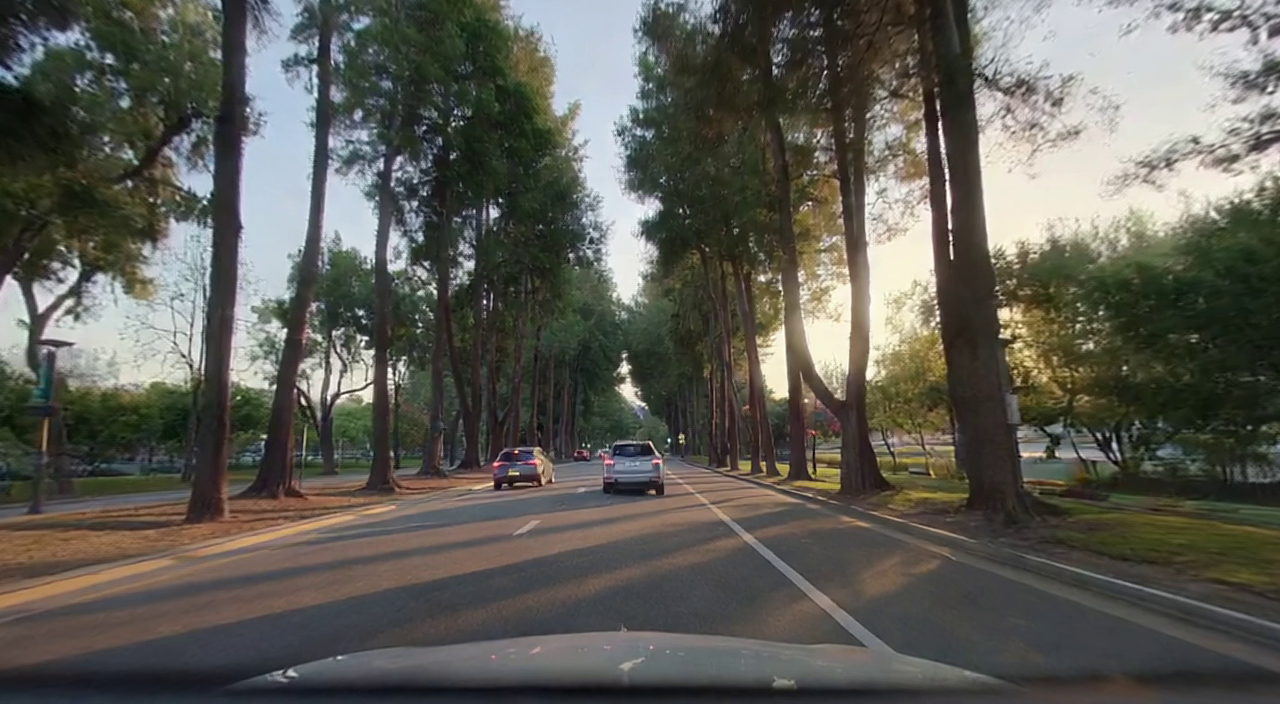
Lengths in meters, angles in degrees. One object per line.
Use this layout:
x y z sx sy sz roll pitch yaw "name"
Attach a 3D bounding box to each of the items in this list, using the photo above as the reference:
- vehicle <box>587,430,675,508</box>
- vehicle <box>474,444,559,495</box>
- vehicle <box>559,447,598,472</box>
-0.203 3.001 16.636 2.018 1.769 3.897 0 -8 0 "vehicle"
-4.006 3.863 21.253 1.936 1.538 4.016 0 -8 2 "vehicle"
-3.902 6.882 40.639 1.959 1.485 4.452 0 -8 2 "vehicle"
